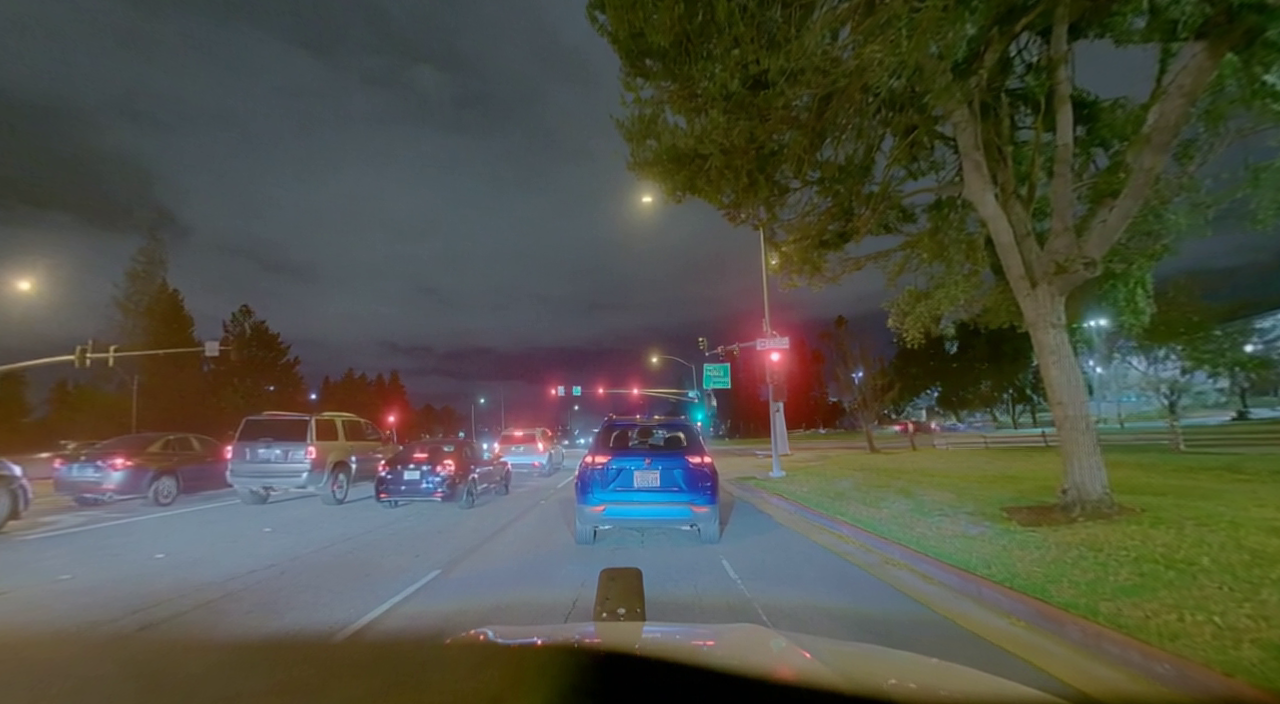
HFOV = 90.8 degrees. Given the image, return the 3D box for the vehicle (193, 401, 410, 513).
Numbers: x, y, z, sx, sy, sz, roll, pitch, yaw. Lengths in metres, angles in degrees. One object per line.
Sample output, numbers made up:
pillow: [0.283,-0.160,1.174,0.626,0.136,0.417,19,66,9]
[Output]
vehicle: [-7.386,2.380,14.652,2.195,2.093,5.185,0,-9,-1]

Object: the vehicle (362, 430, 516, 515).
vehicle: [-4.080,2.514,13.675,1.942,1.523,4.212,0,-9,0]

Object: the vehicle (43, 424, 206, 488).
vehicle: [-17.677,3.598,22.030,2.136,1.976,4.342,0,-9,-3]

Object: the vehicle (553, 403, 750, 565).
vehicle: [0.099,1.709,8.838,2.055,1.681,4.270,0,-9,-1]
